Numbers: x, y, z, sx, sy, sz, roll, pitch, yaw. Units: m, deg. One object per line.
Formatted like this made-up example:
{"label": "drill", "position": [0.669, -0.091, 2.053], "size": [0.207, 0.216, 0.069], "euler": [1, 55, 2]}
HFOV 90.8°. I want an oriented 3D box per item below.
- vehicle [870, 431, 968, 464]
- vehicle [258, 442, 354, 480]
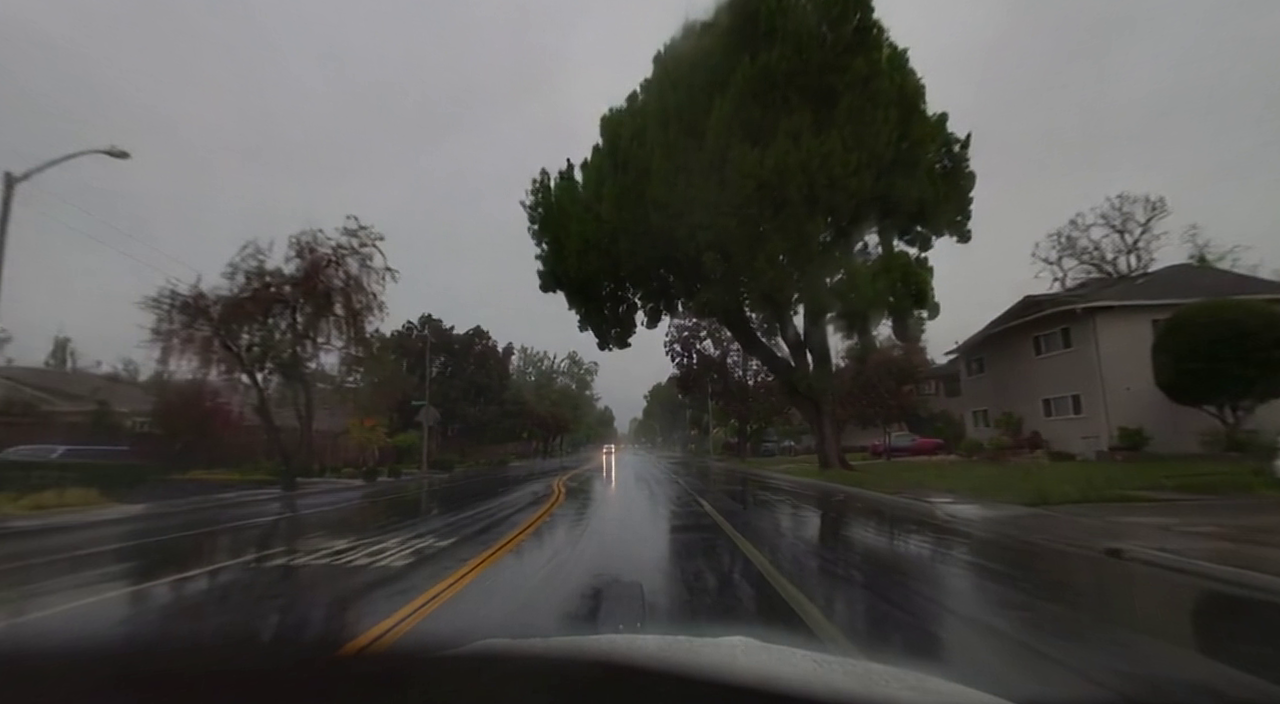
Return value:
{"label": "vehicle", "position": [15.695, 5.385, 35.699], "size": [4.548, 1.535, 1.882], "euler": [-4, -9, 3]}
{"label": "vehicle", "position": [-18.042, 5.880, 34.490], "size": [2.161, 1.873, 5.514], "euler": [0, -8, 1]}
